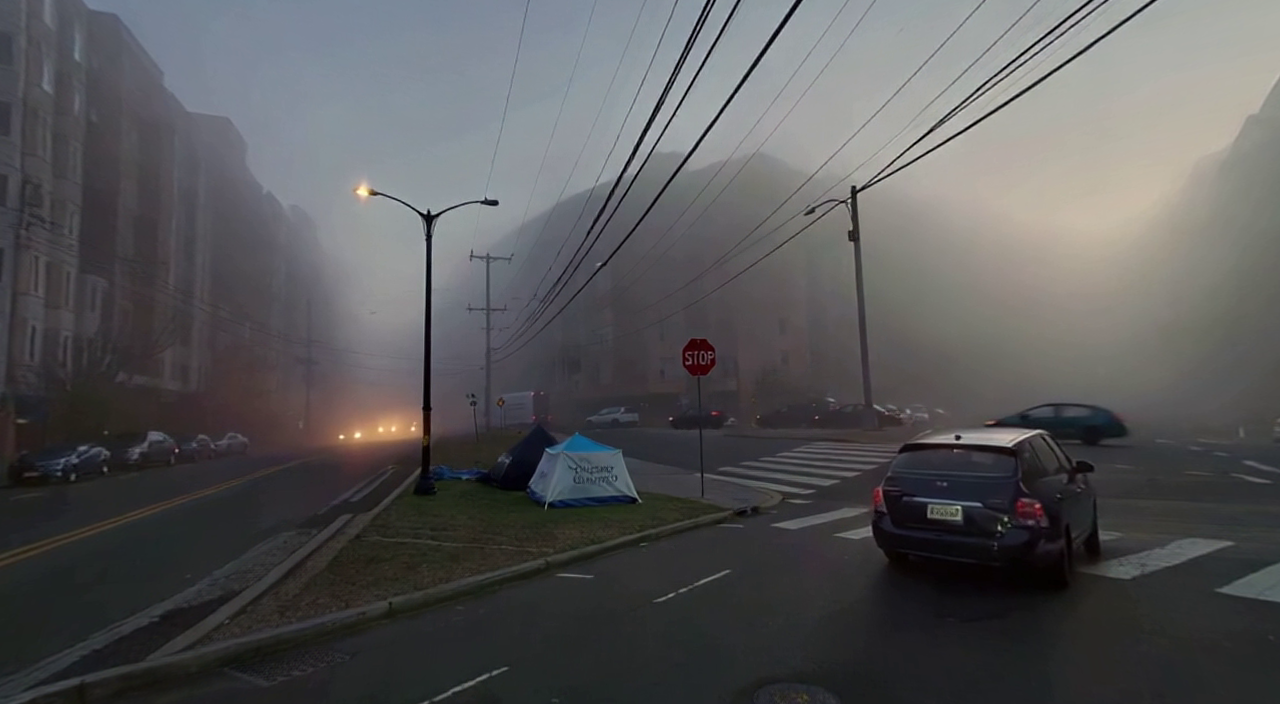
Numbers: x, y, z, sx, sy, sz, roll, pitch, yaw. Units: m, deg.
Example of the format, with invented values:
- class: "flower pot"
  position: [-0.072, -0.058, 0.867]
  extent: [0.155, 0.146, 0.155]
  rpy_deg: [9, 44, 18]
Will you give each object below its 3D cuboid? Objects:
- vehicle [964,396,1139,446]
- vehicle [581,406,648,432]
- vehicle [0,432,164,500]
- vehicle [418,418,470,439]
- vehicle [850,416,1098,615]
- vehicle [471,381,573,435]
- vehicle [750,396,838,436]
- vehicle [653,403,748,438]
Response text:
- class: "vehicle"
  position: [13.683, 2.393, 21.193]
  extent: [4.569, 1.487, 1.999]
  rpy_deg: [-8, -11, 41]
- class: "vehicle"
  position: [-1.673, 4.271, 39.790]
  extent: [1.790, 1.468, 4.422]
  rpy_deg: [8, -12, -42]
- class: "vehicle"
  position: [-17.194, 3.492, 19.874]
  extent: [2.054, 1.800, 5.212]
  rpy_deg: [3, -9, -20]
- class: "vehicle"
  position: [-15.353, 6.016, 49.366]
  extent: [2.089, 1.506, 4.641]
  rpy_deg: [7, -11, -41]
- class: "vehicle"
  position: [4.152, 1.696, 7.600]
  extent: [1.945, 1.647, 4.160]
  rpy_deg: [-6, -10, 34]
- class: "vehicle"
  position: [-7.692, 3.733, 40.700]
  extent: [7.172, 3.075, 2.584]
  rpy_deg: [-7, -10, 41]
- class: "vehicle"
  position: [8.240, 3.509, 34.087]
  extent: [1.805, 1.694, 4.214]
  rpy_deg: [13, -17, -43]
- class: "vehicle"
  position: [2.853, 3.382, 30.646]
  extent: [4.363, 1.511, 1.838]
  rpy_deg: [-8, -12, 43]
